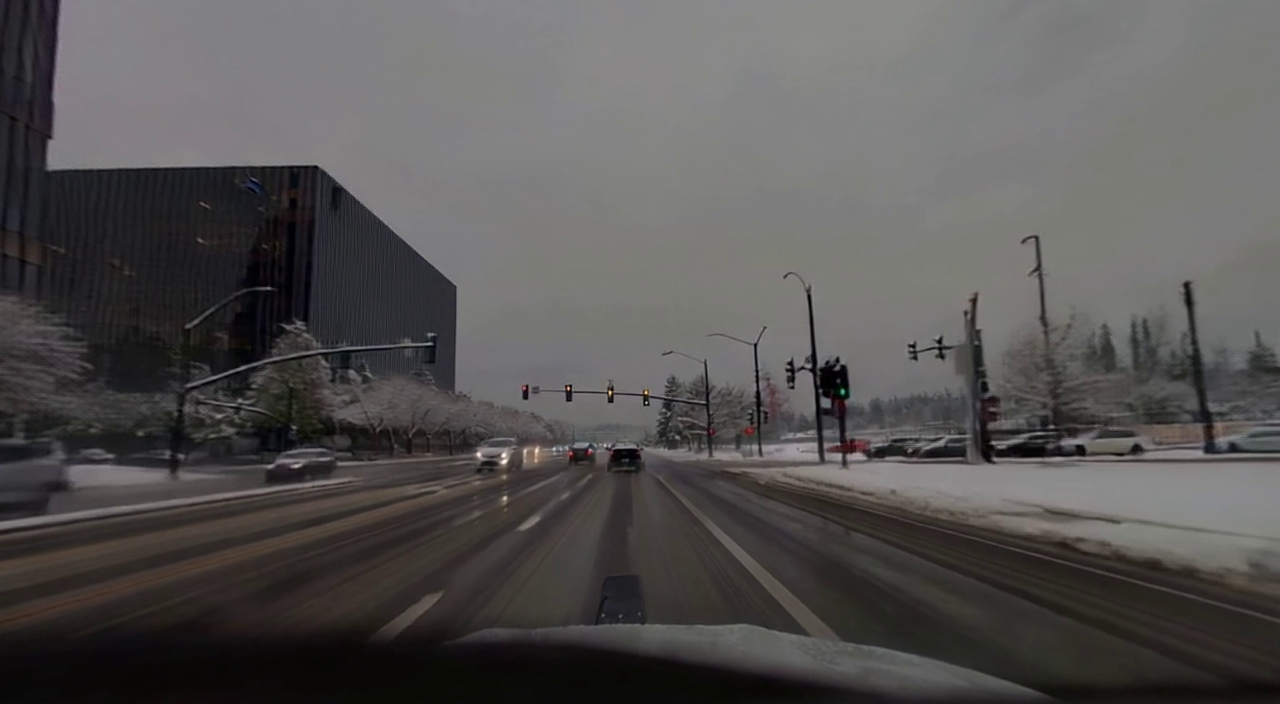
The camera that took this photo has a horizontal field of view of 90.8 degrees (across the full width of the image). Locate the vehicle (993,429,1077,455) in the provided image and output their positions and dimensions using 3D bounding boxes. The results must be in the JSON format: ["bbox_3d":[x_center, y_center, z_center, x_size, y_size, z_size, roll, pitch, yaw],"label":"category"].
[{"bbox_3d":[26.947,6.157,43.263,4.424,1.713,1.887,-2,-8,16],"label":"vehicle"}]

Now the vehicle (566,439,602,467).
[{"bbox_3d":[-3.687,6.756,42.409,2.001,1.784,4.483,0,-9,0],"label":"vehicle"}]

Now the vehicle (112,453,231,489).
[{"bbox_3d":[-21.565,5.455,29.370,1.955,1.477,4.672,0,-9,-1],"label":"vehicle"}]

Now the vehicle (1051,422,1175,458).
[{"bbox_3d":[29.012,5.413,38.951,5.696,1.795,1.856,-5,-7,14],"label":"vehicle"}]

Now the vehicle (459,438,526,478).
[{"bbox_3d":[-6.547,4.758,28.525,1.937,1.659,4.259,0,-9,0],"label":"vehicle"}]

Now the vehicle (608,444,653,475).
[{"bbox_3d":[-0.483,5.201,30.881,2.050,1.385,4.096,0,-9,-1],"label":"vehicle"}]

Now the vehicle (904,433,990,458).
[{"bbox_3d":[20.164,6.204,41.694,4.778,1.588,1.822,-3,-9,16],"label":"vehicle"}]

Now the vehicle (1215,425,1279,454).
[{"bbox_3d":[37.329,5.124,37.221,4.557,1.493,1.919,-5,-6,16],"label":"vehicle"}]

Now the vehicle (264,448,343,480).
[{"bbox_3d":[-18.065,5.997,34.189,1.793,1.547,4.552,0,-9,-1],"label":"vehicle"}]
